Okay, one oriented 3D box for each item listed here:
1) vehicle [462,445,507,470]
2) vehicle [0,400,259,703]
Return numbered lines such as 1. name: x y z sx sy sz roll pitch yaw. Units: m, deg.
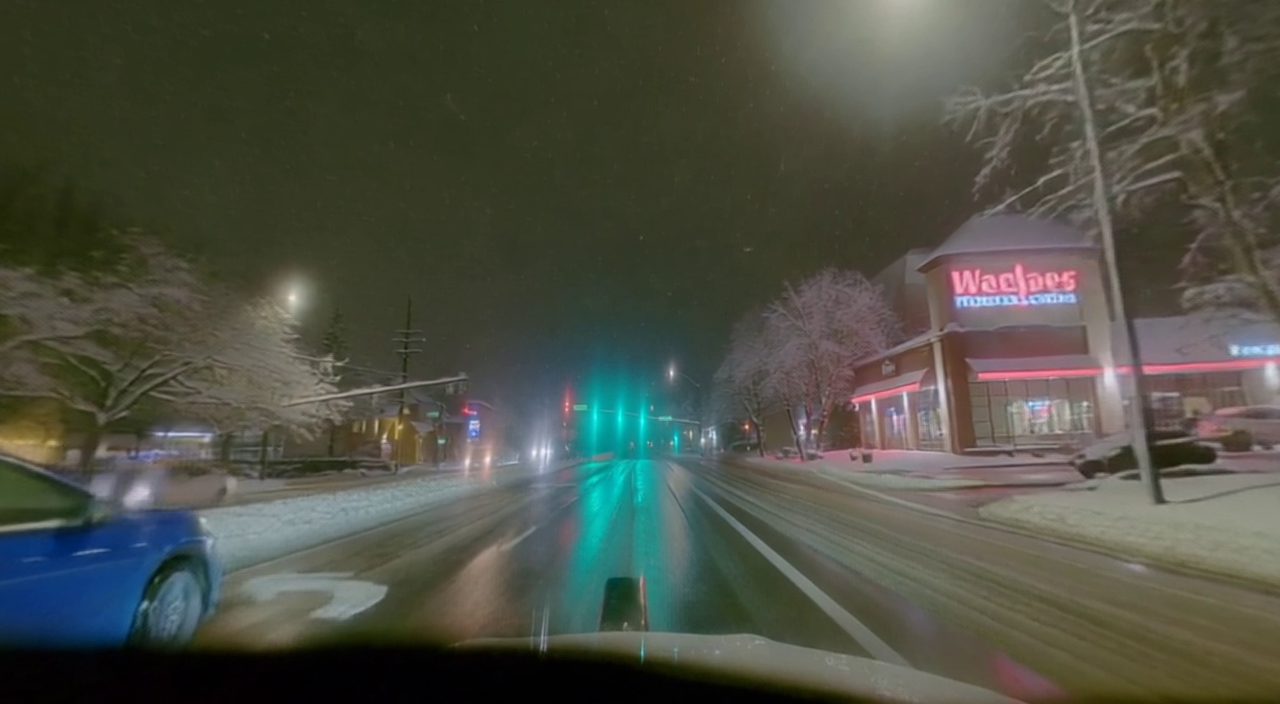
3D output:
1. vehicle: -11.343 7.716 46.354 2.070 1.738 4.485 0 -8 1
2. vehicle: -3.059 0.741 0.941 2.082 1.460 4.636 0 -8 0
